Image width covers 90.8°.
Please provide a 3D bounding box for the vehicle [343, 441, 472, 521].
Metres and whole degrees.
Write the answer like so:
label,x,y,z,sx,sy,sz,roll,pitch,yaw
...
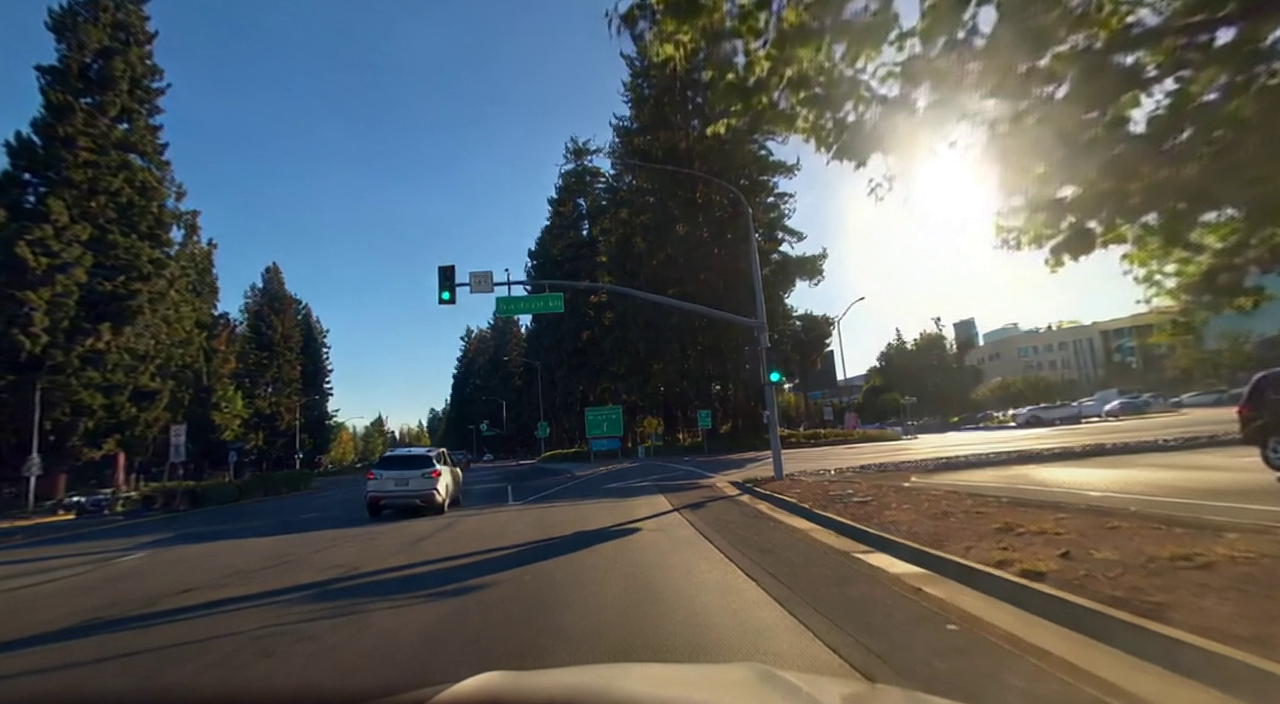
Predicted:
label,x,y,z,sx,sy,sz,roll,pitch,yaw
vehicle,-5.652,3.141,16.056,2.134,1.707,4.471,1,-9,-8
